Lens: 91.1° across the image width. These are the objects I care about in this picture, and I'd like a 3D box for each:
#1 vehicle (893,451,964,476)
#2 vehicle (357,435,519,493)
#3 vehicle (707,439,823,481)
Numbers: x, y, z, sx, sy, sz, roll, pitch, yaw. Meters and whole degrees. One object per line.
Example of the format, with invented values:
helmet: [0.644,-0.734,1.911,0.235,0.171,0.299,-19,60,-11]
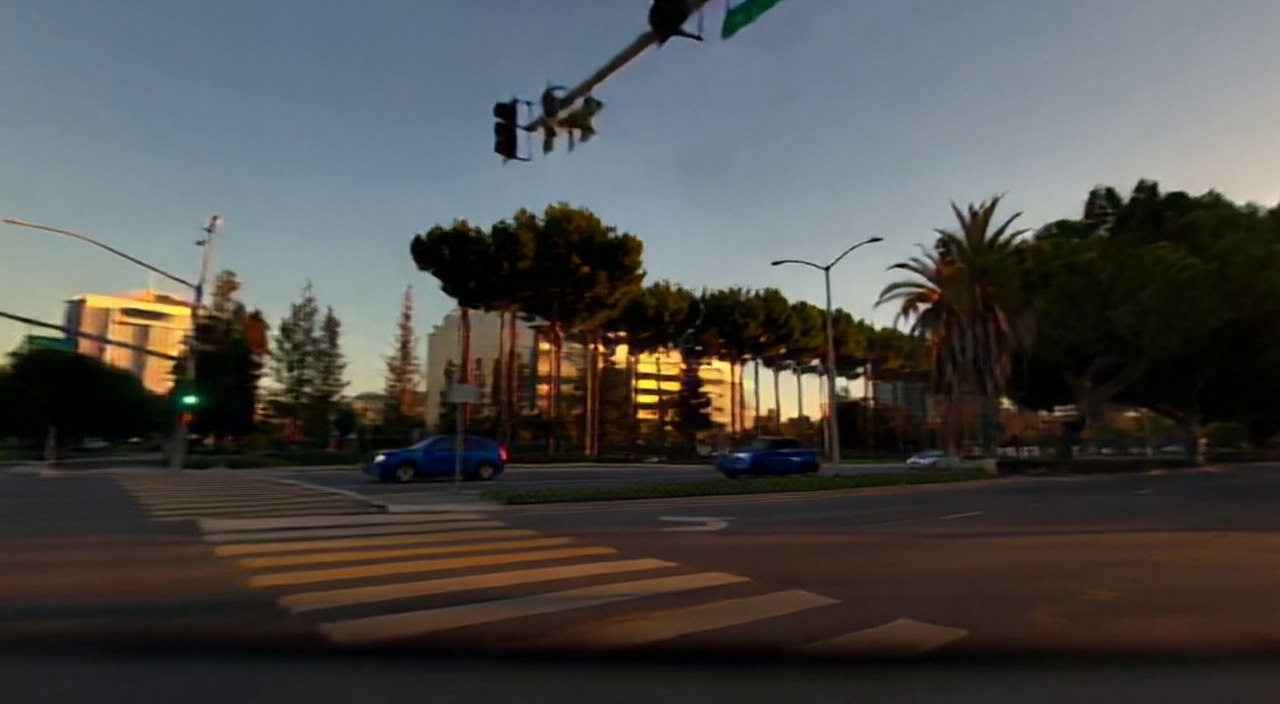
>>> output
vehicle: [18.615,7.116,40.386,4.763,1.490,1.915,6,-10,-35]
vehicle: [-6.820,3.777,21.514,4.820,1.751,2.050,7,-11,-38]
vehicle: [6.333,5.354,31.461,5.841,1.890,2.273,6,-10,-36]
